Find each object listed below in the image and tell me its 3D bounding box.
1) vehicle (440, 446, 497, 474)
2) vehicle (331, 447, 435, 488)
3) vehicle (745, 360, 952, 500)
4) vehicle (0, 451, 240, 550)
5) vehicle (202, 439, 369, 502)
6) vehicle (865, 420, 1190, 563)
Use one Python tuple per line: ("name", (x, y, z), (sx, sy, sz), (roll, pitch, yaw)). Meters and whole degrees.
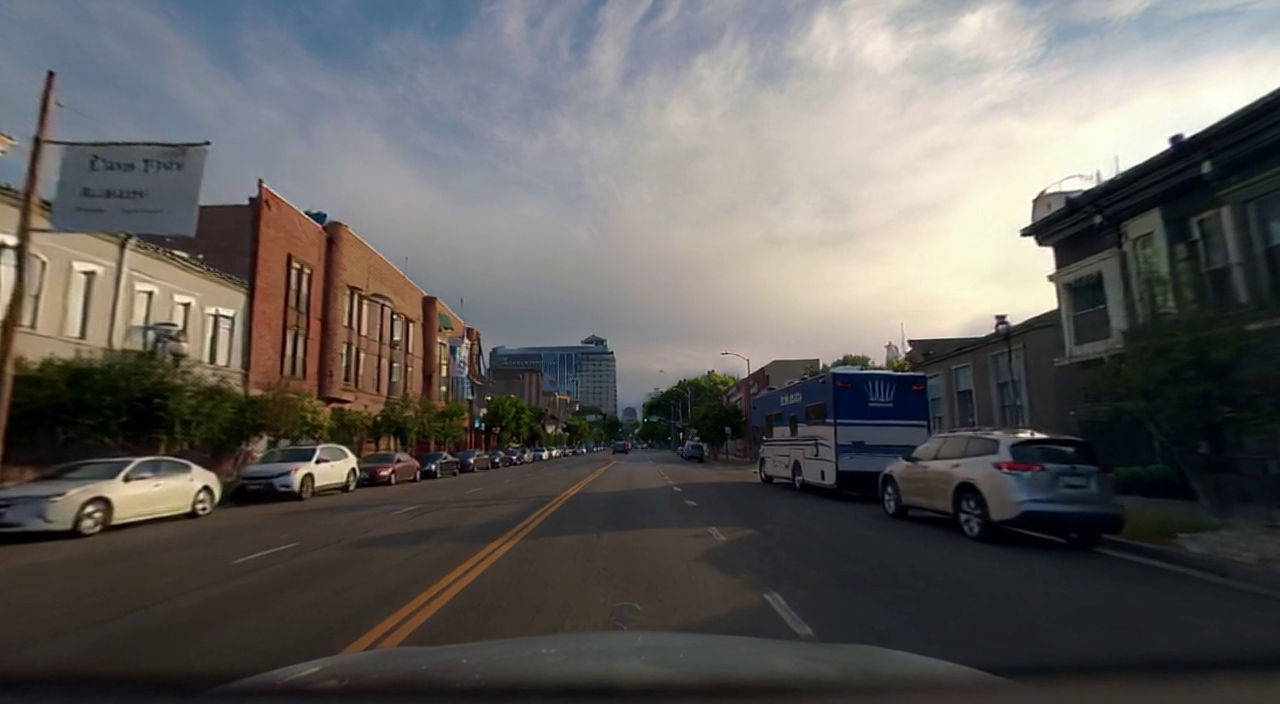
("vehicle", (-10.084, 6.349, 37.538), (1.918, 1.535, 4.834), (0, -8, 1))
("vehicle", (-10.043, 4.522, 25.169), (2.078, 1.427, 4.900), (0, -8, 0))
("vehicle", (6.012, 2.638, 20.694), (3.102, 3.473, 9.734), (0, -8, -2))
("vehicle", (-9.994, 2.638, 12.009), (1.802, 1.439, 4.546), (0, -8, 0))
("vehicle", (-10.040, 3.357, 18.416), (2.276, 1.597, 4.421), (0, -8, 0))
("vehicle", (5.932, 2.174, 10.826), (2.154, 1.804, 5.341), (0, -8, 0))
